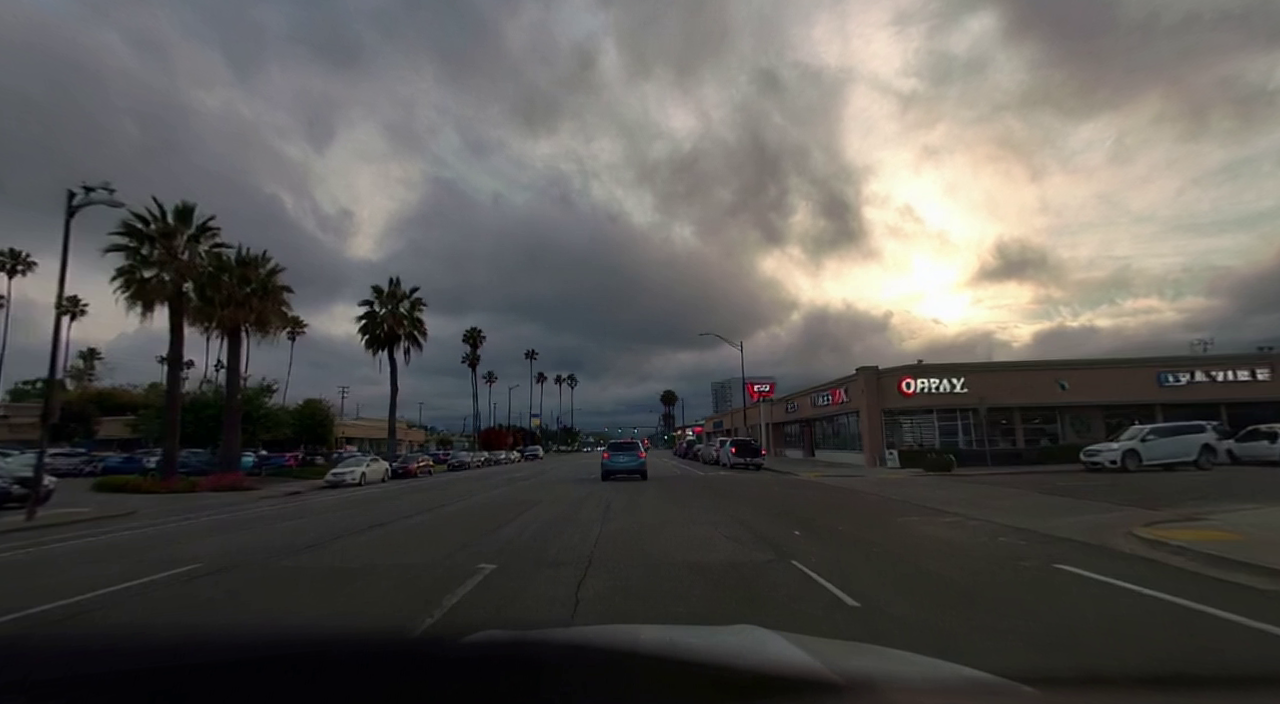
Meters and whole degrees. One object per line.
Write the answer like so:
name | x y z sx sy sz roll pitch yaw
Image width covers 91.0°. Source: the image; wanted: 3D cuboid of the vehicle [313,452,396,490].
vehicle | -13.263 5.523 29.572 1.881 1.484 4.565 -3 -8 -1

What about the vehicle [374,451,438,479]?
vehicle | -13.337 6.447 36.147 1.968 1.472 4.345 0 -8 1

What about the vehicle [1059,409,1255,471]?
vehicle | 19.050 3.296 23.428 5.096 2.029 2.324 -2 -9 0

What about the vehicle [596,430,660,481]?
vehicle | -0.433 3.903 23.930 2.239 1.763 4.096 0 -8 -1

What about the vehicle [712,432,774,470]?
vehicle | 5.574 5.491 34.974 2.430 1.924 5.779 0 -8 0

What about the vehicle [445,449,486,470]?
vehicle | -13.344 8.212 48.371 1.840 1.521 4.450 0 -8 1
